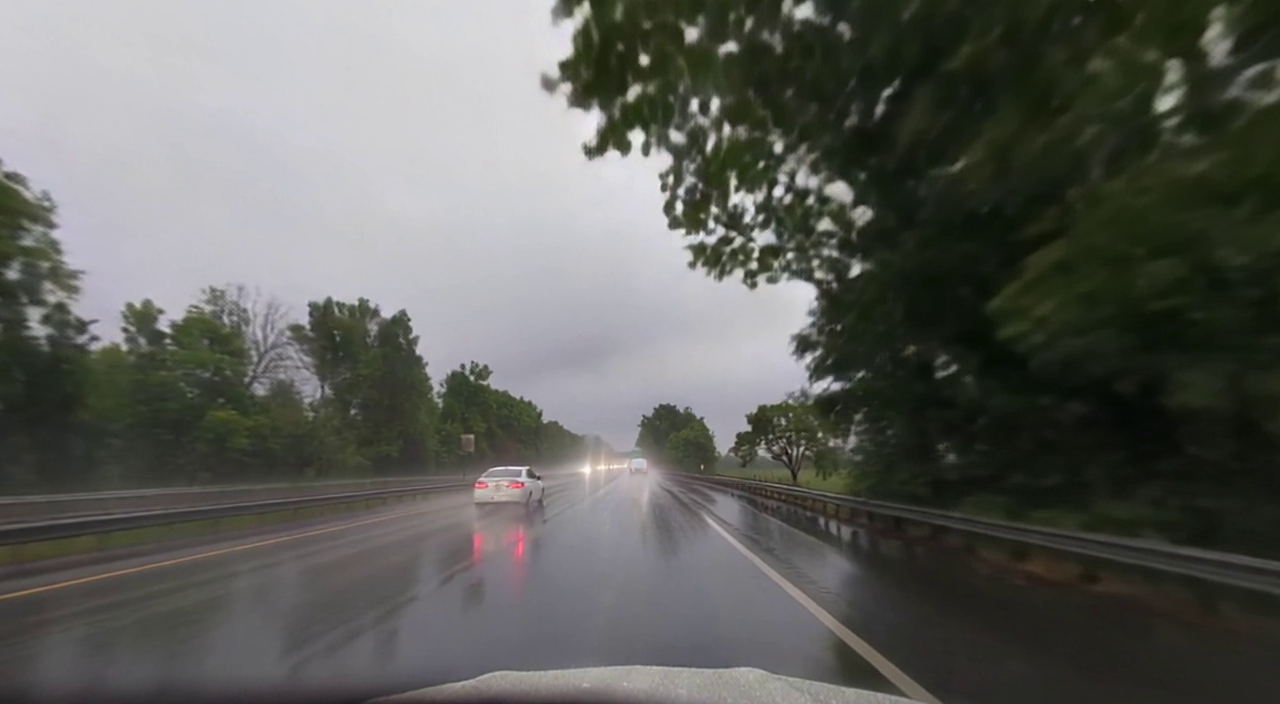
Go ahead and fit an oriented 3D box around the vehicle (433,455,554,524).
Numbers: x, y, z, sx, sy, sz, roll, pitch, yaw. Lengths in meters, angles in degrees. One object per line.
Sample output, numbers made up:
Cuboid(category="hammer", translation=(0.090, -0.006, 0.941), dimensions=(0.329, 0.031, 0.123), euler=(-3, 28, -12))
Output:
Cuboid(category="vehicle", translation=(-3.697, 3.608, 16.879), dimensions=(2.006, 1.516, 4.820), euler=(1, -11, 1))
